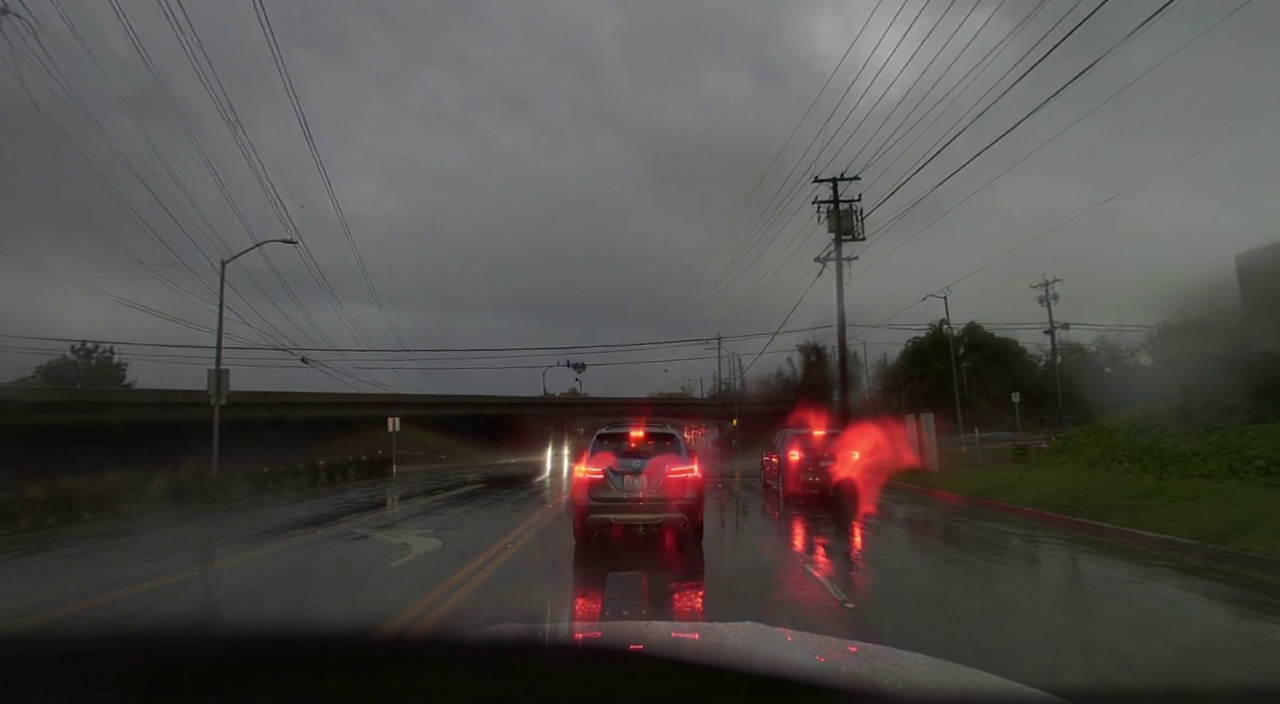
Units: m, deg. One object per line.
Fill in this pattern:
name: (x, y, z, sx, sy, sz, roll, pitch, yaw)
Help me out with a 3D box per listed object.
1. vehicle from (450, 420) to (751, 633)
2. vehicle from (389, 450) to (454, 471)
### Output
vehicle: (-0.242, 1.525, 6.470, 2.090, 1.458, 4.033, -1, -9, 1)
vehicle: (-17.199, 8.503, 49.773, 1.808, 1.539, 4.600, -7, -11, 38)
